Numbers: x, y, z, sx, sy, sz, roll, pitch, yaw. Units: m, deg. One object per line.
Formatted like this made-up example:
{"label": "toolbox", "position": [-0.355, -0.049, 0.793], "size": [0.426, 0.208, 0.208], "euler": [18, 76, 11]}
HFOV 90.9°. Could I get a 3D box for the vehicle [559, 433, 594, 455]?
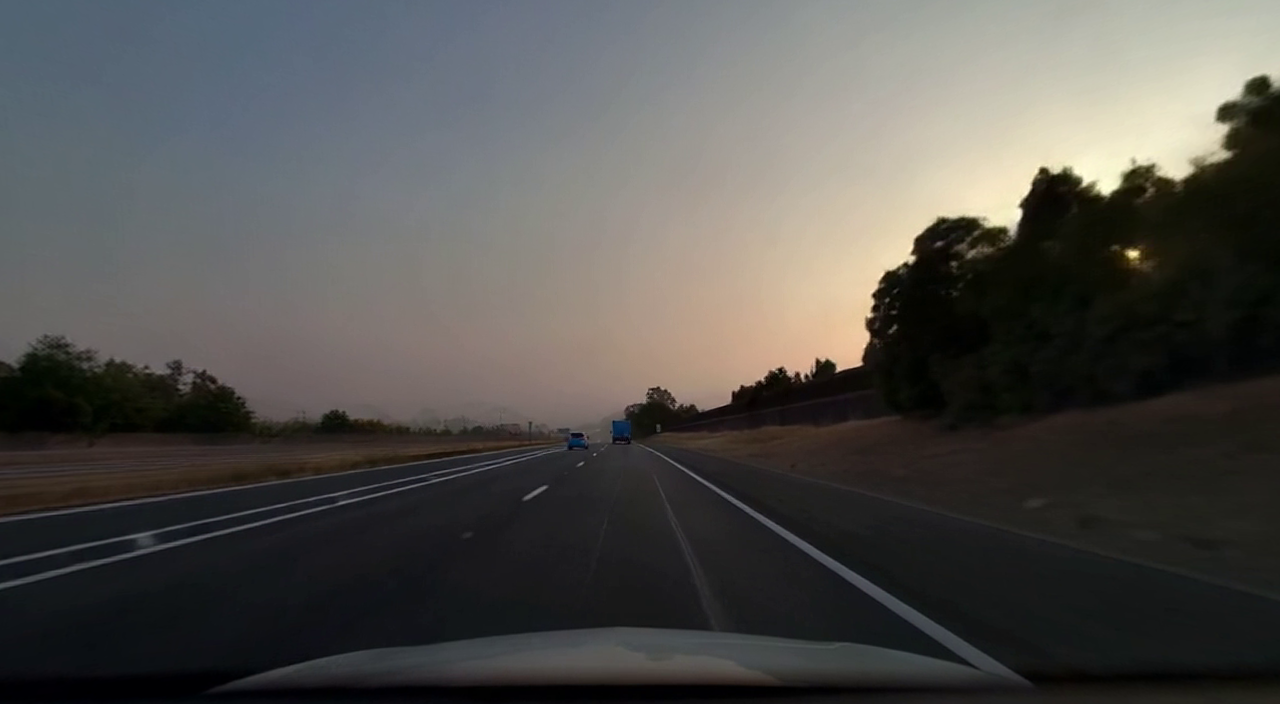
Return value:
{"label": "vehicle", "position": [-4.733, 6.879, 47.418], "size": [2.302, 1.523, 4.383], "euler": [0, -8, -1]}
